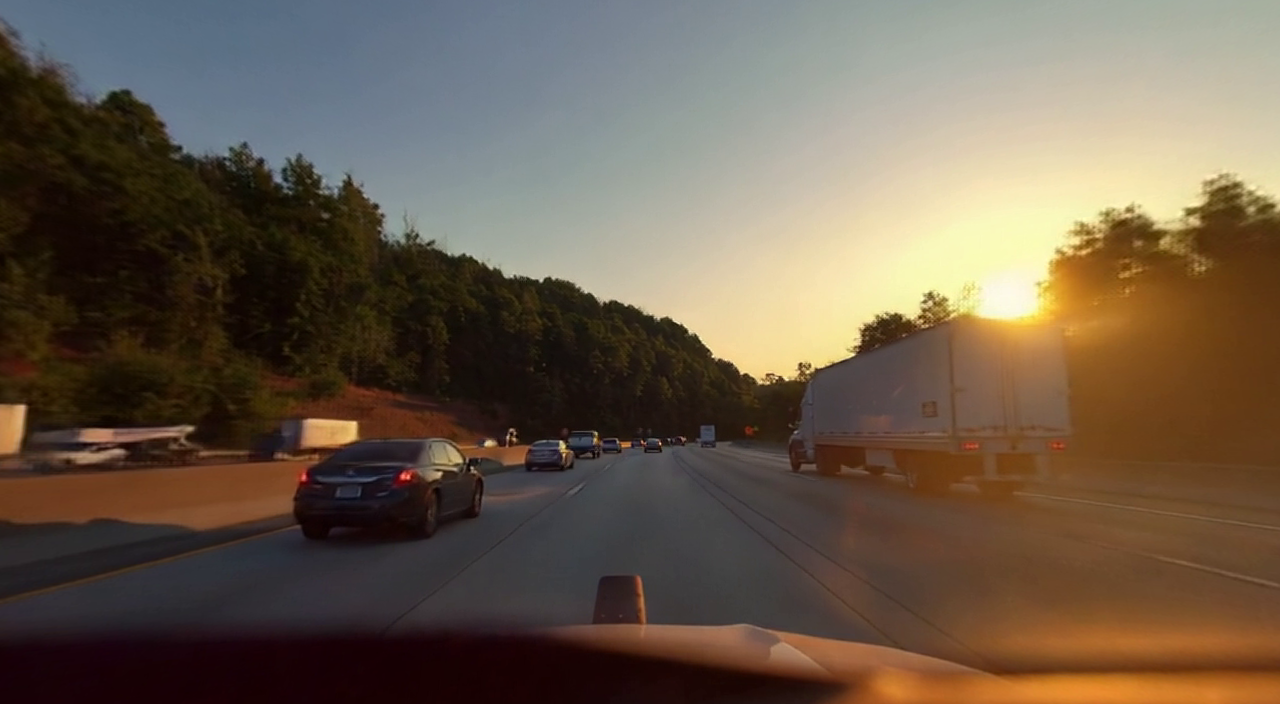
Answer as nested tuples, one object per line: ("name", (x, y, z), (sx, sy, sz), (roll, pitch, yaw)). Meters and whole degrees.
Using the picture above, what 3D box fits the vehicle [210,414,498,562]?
("vehicle", (-3.645, 1.790, 9.132), (2.137, 1.618, 4.209), (0, -8, 1))

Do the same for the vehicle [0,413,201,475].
("vehicle", (-27.712, 4.719, 32.789), (2.707, 2.733, 9.393), (0, -8, 2))

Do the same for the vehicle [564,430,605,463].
("vehicle", (-3.300, 5.723, 38.362), (2.064, 1.826, 4.263), (0, -8, 1))

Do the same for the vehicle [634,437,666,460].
("vehicle", (0.643, 6.456, 42.431), (2.004, 1.465, 3.842), (0, -8, 0))

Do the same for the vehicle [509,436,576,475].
("vehicle", (-3.897, 4.185, 25.881), (2.013, 1.460, 4.027), (0, -8, 1))

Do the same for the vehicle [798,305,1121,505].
("vehicle", (8.238, 1.981, 19.932), (2.866, 4.100, 14.057), (0, -8, 0))
